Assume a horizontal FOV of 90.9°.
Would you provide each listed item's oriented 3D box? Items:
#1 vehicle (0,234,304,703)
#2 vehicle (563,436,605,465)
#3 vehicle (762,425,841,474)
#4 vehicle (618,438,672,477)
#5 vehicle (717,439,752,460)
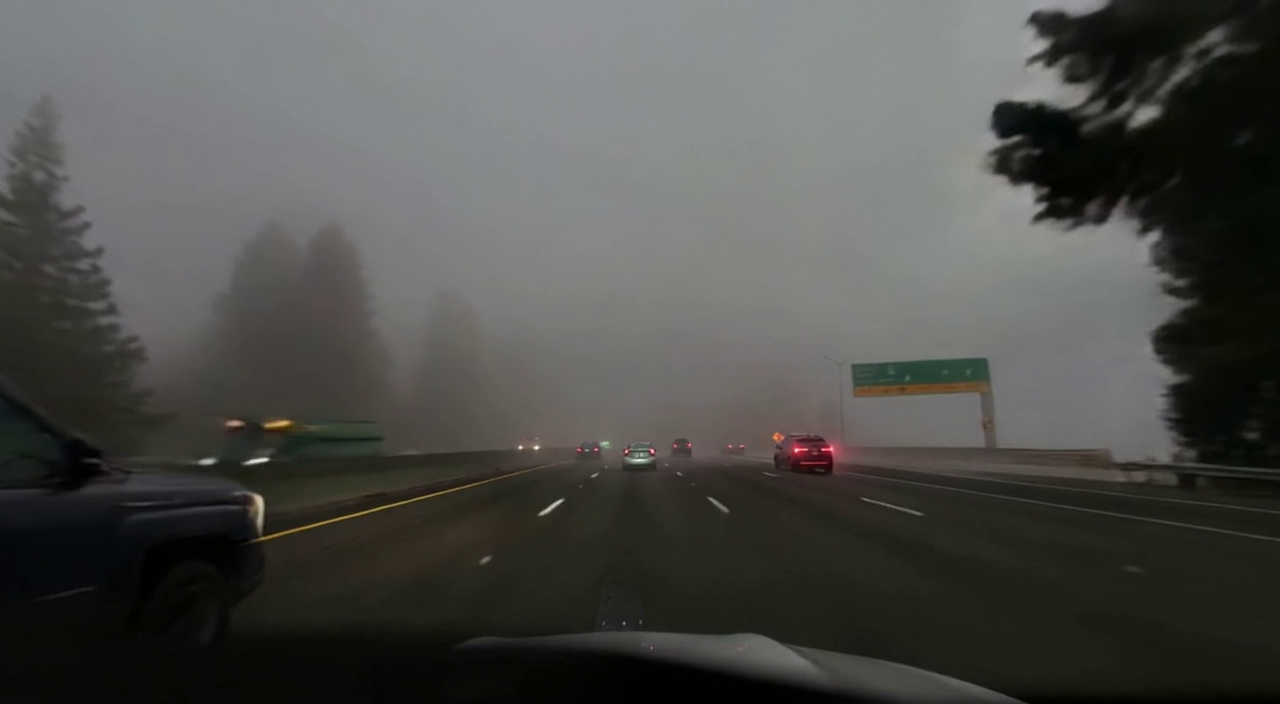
[{"bbox_3d":[-3.367,0.449,0.911,2.487,1.979,5.742,-1,-8,1],"label":"vehicle"},{"bbox_3d":[-3.416,6.121,39.344,2.140,1.720,4.410,0,-8,1],"label":"vehicle"},{"bbox_3d":[7.024,4.309,28.020,2.094,1.916,5.099,0,-8,-1],"label":"vehicle"},{"bbox_3d":[0.184,4.350,26.353,2.071,1.464,4.162,0,-8,0],"label":"vehicle"},{"bbox_3d":[7.081,7.344,47.583,1.894,1.511,4.148,0,-8,-1],"label":"vehicle"}]
